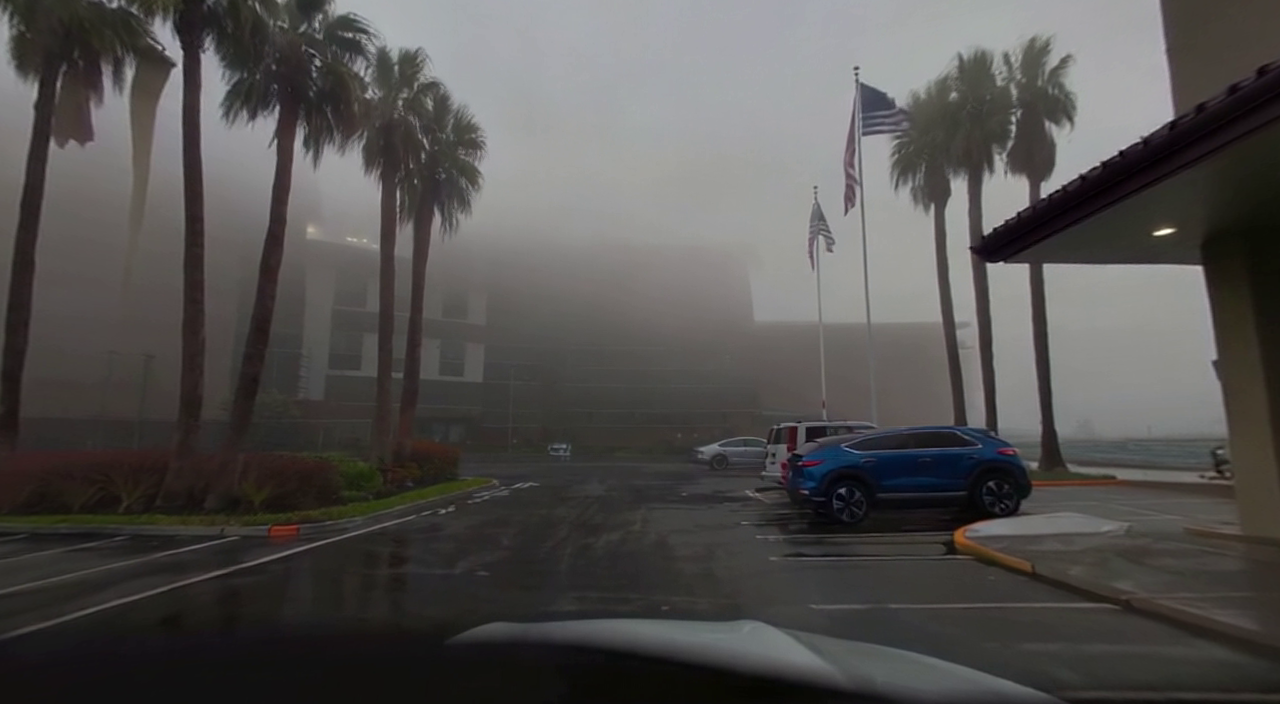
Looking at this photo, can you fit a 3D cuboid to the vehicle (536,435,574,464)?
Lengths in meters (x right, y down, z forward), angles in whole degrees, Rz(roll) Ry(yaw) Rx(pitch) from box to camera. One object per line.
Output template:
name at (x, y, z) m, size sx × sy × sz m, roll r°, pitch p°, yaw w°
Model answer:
vehicle at (-6.116, 7.007, 45.595) m, size 1.943 × 1.890 × 4.472 m, roll 2°, pitch -7°, yaw 2°

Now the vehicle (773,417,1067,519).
vehicle at (5.015, 2.143, 11.854) m, size 4.567 × 1.723 × 1.926 m, roll 0°, pitch -9°, yaw 1°
